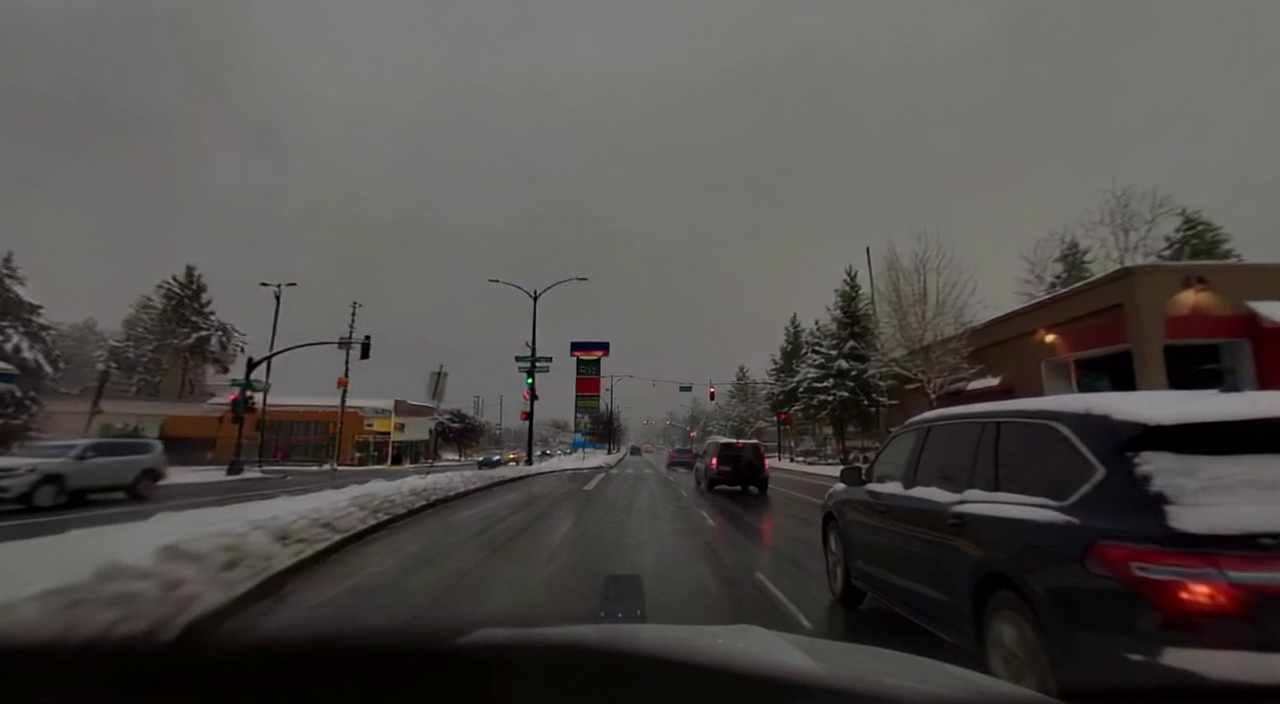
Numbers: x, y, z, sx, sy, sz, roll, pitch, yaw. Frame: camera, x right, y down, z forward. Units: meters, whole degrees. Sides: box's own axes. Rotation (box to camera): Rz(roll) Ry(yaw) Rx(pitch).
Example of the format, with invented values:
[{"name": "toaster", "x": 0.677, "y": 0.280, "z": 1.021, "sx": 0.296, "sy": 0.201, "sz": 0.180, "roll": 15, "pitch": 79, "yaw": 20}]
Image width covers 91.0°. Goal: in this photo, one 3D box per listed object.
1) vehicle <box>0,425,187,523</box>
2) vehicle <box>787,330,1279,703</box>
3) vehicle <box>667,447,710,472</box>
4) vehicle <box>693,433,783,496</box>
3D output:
[{"name": "vehicle", "x": -13.554, "y": 2.738, "z": 14.845, "sx": 2.097, "sy": 1.912, "sz": 4.828, "roll": 1, "pitch": -8, "yaw": -1}, {"name": "vehicle", "x": 2.688, "y": 1.136, "z": 4.410, "sx": 2.183, "sy": 1.720, "sz": 4.842, "roll": 0, "pitch": -9, "yaw": 0}, {"name": "vehicle", "x": 3.012, "y": 6.744, "z": 39.878, "sx": 2.282, "sy": 1.458, "sz": 4.362, "roll": 0, "pitch": -9, "yaw": -1}, {"name": "vehicle", "x": 2.845, "y": 3.375, "z": 19.213, "sx": 1.999, "sy": 1.679, "sz": 4.217, "roll": 0, "pitch": -8, "yaw": -1}]
